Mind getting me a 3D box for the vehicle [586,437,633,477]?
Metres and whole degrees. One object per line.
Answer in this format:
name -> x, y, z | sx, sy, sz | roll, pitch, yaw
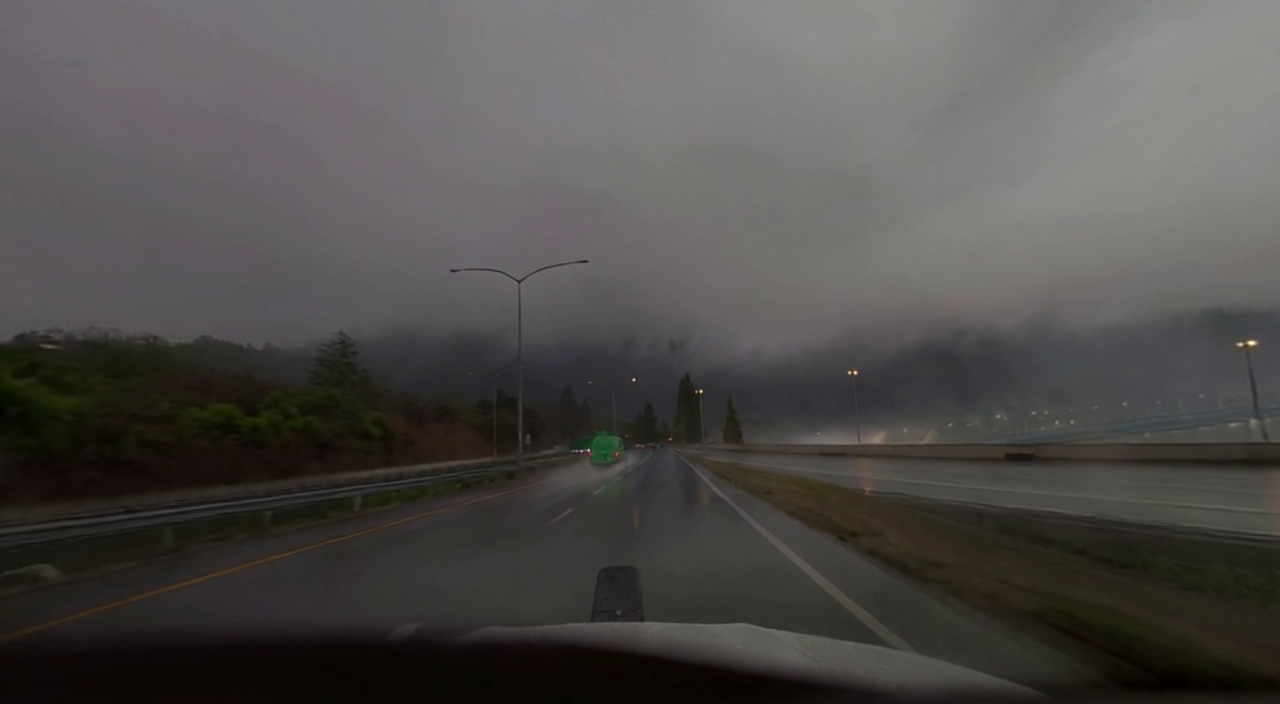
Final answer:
vehicle -> -1.660, 5.906, 35.489 | 2.270, 2.023, 4.632 | -1, -9, 2
